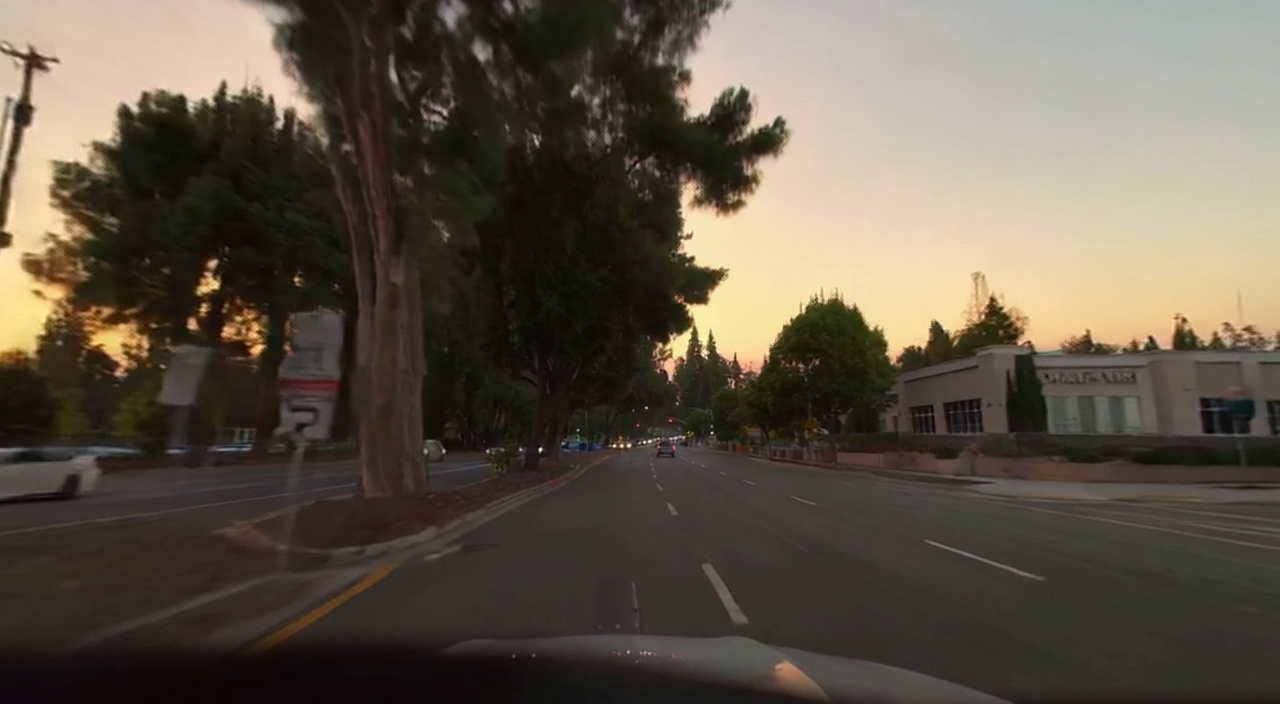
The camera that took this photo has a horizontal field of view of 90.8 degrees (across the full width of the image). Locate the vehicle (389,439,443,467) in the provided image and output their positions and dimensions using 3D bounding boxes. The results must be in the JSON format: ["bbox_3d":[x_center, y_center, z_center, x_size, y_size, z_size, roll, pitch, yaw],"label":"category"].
[{"bbox_3d":[-14.918,6.728,42.282,1.924,1.767,4.397,0,-9,1],"label":"vehicle"}]

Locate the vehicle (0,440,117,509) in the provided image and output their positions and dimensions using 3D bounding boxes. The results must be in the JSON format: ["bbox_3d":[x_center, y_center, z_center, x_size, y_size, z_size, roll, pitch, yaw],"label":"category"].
[{"bbox_3d":[-14.771,2.744,14.281,1.967,1.453,4.539,0,-9,0],"label":"vehicle"}]

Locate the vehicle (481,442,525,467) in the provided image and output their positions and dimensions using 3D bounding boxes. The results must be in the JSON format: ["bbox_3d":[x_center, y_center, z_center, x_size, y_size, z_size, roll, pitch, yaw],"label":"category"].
[{"bbox_3d":[-8.998,6.757,41.749,2.107,1.560,3.955,0,-9,-1],"label":"vehicle"}]
